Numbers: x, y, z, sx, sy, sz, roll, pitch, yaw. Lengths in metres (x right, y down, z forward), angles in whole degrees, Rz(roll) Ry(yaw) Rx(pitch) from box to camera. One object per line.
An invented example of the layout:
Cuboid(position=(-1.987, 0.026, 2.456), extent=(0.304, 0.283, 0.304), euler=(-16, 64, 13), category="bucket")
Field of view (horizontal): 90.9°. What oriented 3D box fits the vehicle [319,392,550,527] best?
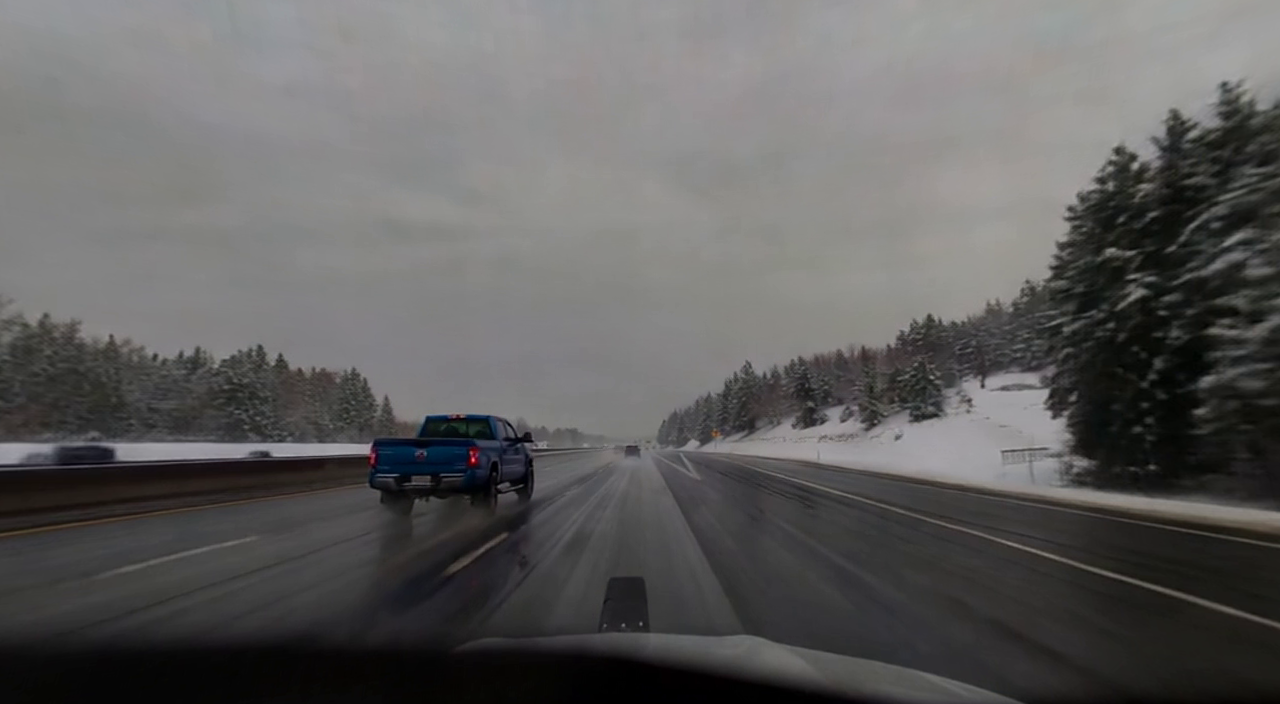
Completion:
Cuboid(position=(-3.615, 2.104, 12.847), extent=(2.601, 2.084, 6.068), euler=(0, -8, 0), category="vehicle")
